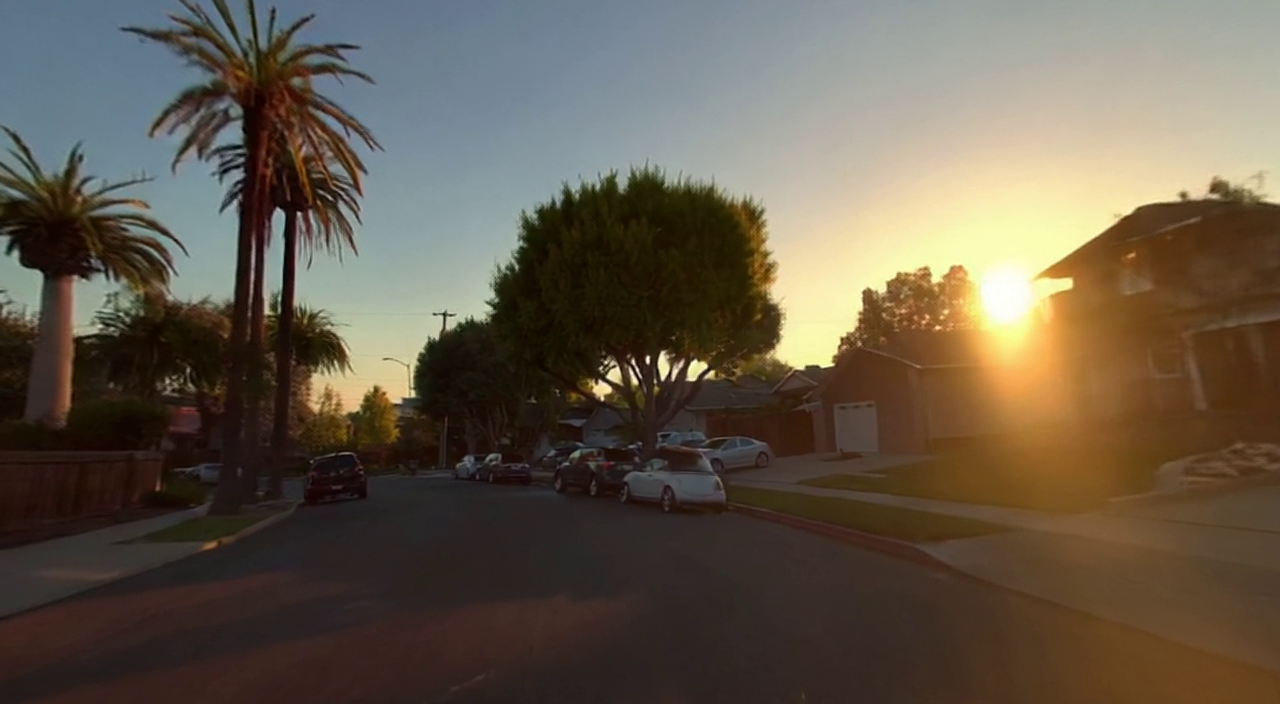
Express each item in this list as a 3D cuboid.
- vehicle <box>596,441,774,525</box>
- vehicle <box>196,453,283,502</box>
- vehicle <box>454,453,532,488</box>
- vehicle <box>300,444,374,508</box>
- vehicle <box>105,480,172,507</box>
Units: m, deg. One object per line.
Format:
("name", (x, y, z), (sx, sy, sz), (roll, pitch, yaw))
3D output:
("vehicle", (0.725, 2.766, 14.140), (2.108, 1.503, 4.977), (3, -9, -20))
("vehicle", (-24.309, 7.607, 38.109), (5.628, 2.109, 2.395), (-14, -11, 34))
("vehicle", (-7.248, 5.722, 30.749), (2.006, 1.484, 4.768), (6, -10, -35))
("vehicle", (-10.783, 4.302, 22.204), (2.026, 1.816, 4.532), (-1, -8, -30))
("vehicle", (-35.451, 9.978, 44.486), (4.390, 1.559, 1.812), (-4, -9, 25))
